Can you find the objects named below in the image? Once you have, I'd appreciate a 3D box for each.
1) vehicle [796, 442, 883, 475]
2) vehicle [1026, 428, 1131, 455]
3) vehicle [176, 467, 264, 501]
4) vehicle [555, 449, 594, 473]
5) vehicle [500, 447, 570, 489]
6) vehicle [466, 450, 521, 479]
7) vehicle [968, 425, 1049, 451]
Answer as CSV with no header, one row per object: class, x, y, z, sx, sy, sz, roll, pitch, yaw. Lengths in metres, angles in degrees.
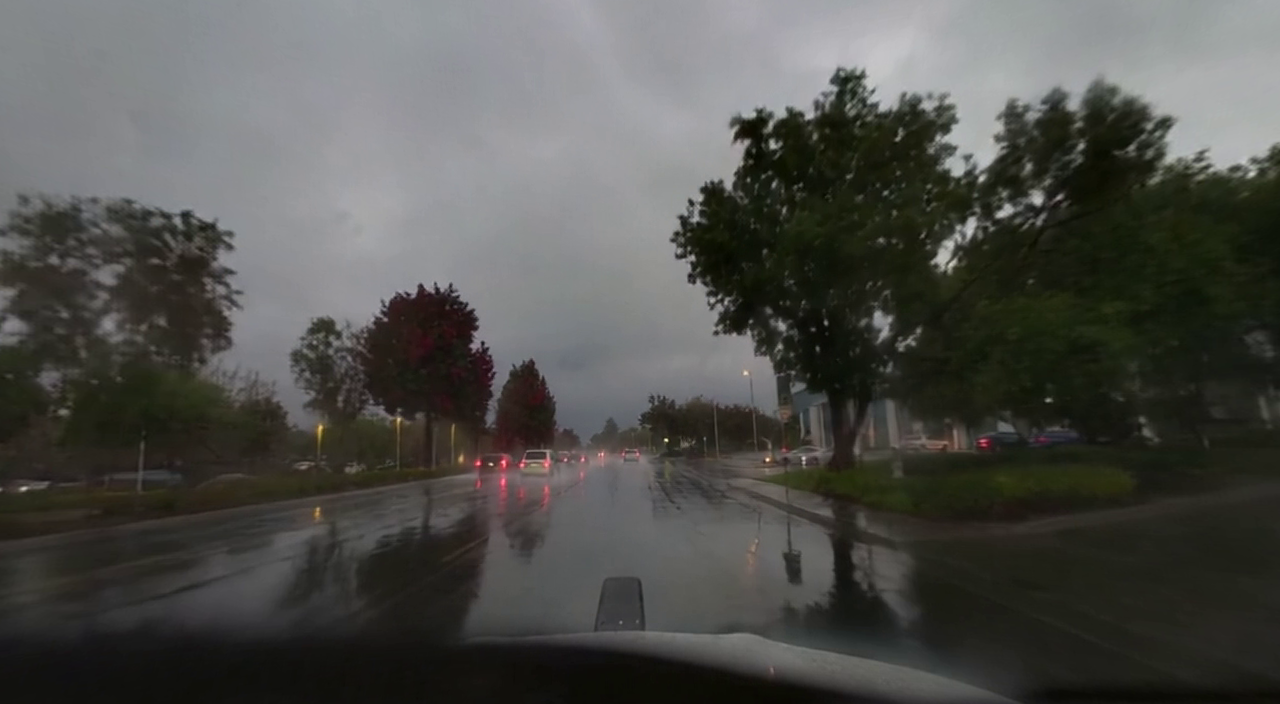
vehicle,12.711,6.815,40.495,4.790,1.439,2.034,-8,-9,0
vehicle,25.024,5.111,36.153,4.614,1.464,1.856,0,-9,0
vehicle,-23.544,7.377,35.622,2.007,1.501,4.340,-4,-9,0
vehicle,-4.124,6.934,40.252,1.971,1.414,4.317,0,-9,0
vehicle,-4.081,4.579,25.337,2.011,1.483,4.596,0,-9,0
vehicle,-8.277,6.379,36.092,1.976,1.497,4.709,0,-9,0
vehicle,24.866,5.836,42.729,4.154,1.662,2.113,-1,-8,1
